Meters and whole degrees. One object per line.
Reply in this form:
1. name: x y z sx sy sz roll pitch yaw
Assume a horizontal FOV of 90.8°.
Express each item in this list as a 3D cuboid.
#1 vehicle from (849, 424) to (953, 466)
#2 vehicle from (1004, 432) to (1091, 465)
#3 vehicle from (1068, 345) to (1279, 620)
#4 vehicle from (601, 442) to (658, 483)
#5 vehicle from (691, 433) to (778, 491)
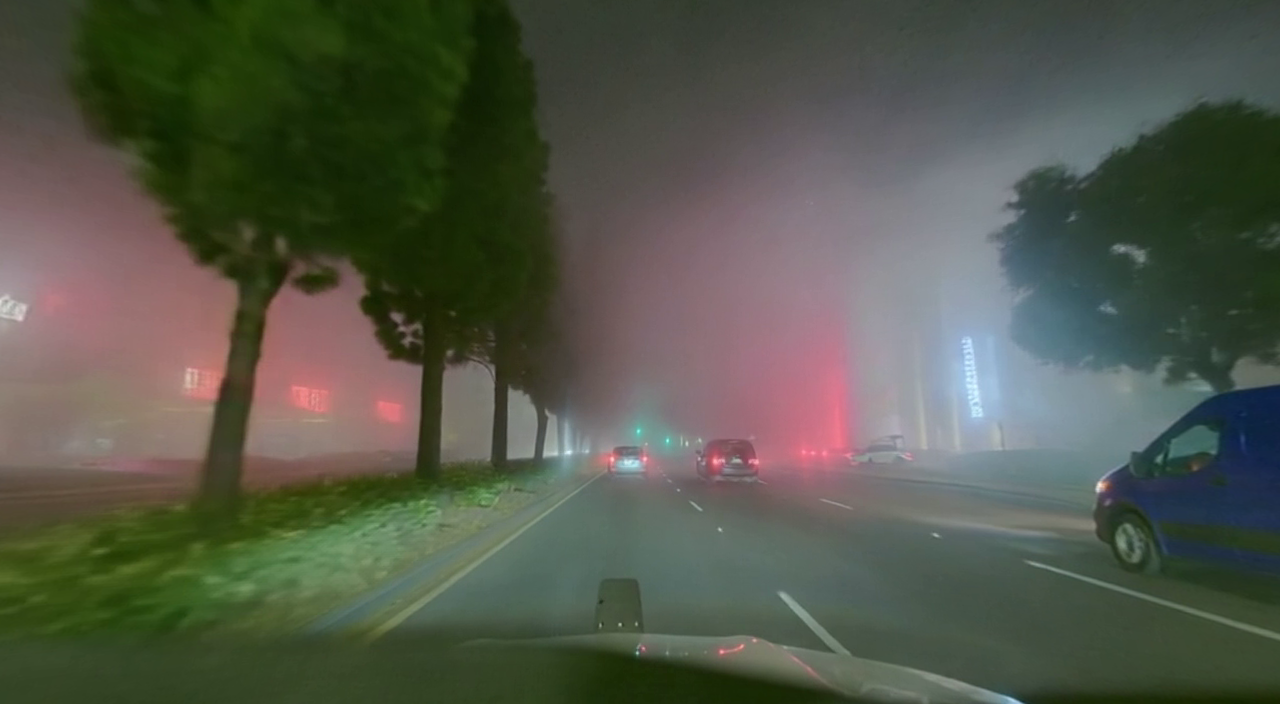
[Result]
1. vehicle: 17.624 6.309 42.959 5.907 2.777 2.431 0 -8 -2
2. vehicle: 27.521 6.494 42.685 4.770 2.109 2.230 2 -9 -16
3. vehicle: 6.283 0.939 4.430 2.573 2.127 5.568 0 -8 -1
4. vehicle: -0.393 4.284 24.847 2.095 1.456 3.873 0 -8 0
5. vehicle: 2.995 3.598 21.023 2.047 1.711 4.265 0 -8 -2
